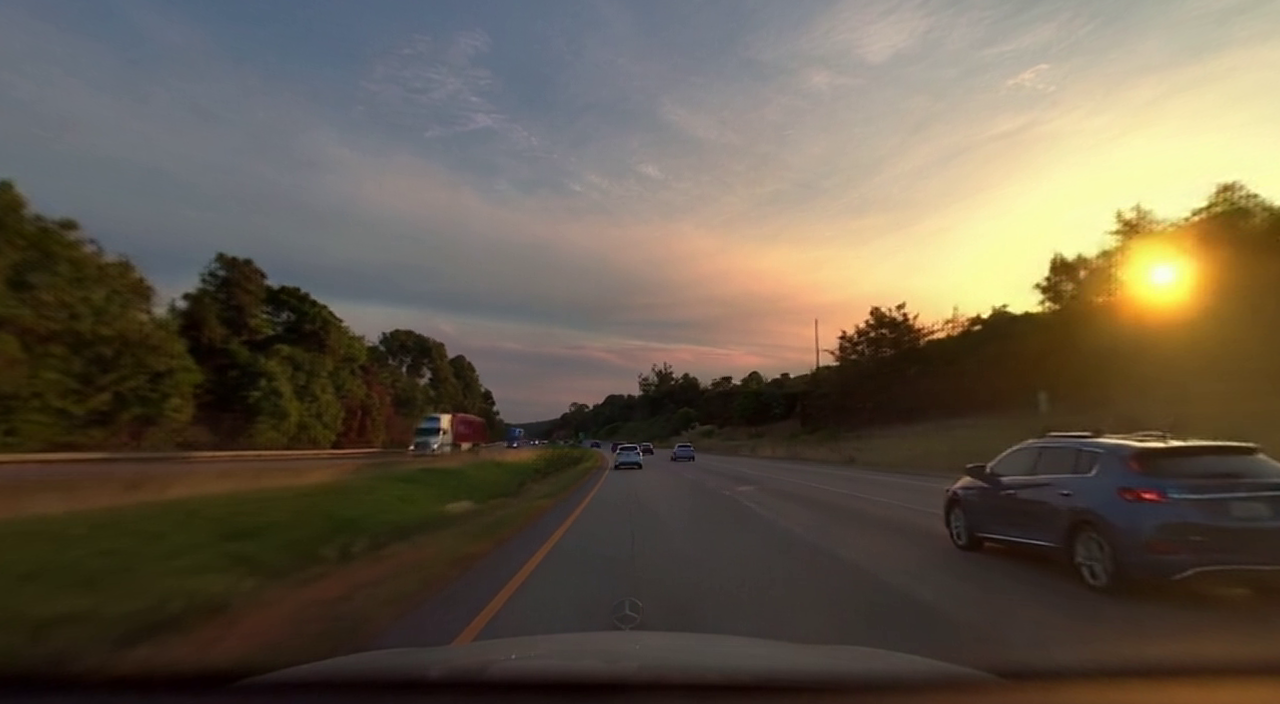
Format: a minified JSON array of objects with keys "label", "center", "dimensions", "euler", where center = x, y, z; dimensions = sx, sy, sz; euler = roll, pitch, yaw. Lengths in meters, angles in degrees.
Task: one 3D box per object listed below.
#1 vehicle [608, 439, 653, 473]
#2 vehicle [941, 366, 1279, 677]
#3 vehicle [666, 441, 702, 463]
[{"label":"vehicle","center":[-0.486,5.037,30.554],"dimensions":[2.050,1.534,3.771],"euler":[0,-9,-2]},{"label":"vehicle","center":[4.382,1.157,4.998],"dimensions":[2.013,1.623,3.916],"euler":[0,-9,0]},{"label":"vehicle","center":[3.091,7.189,45.186],"dimensions":[2.008,1.504,4.291],"euler":[1,-9,-4]}]
